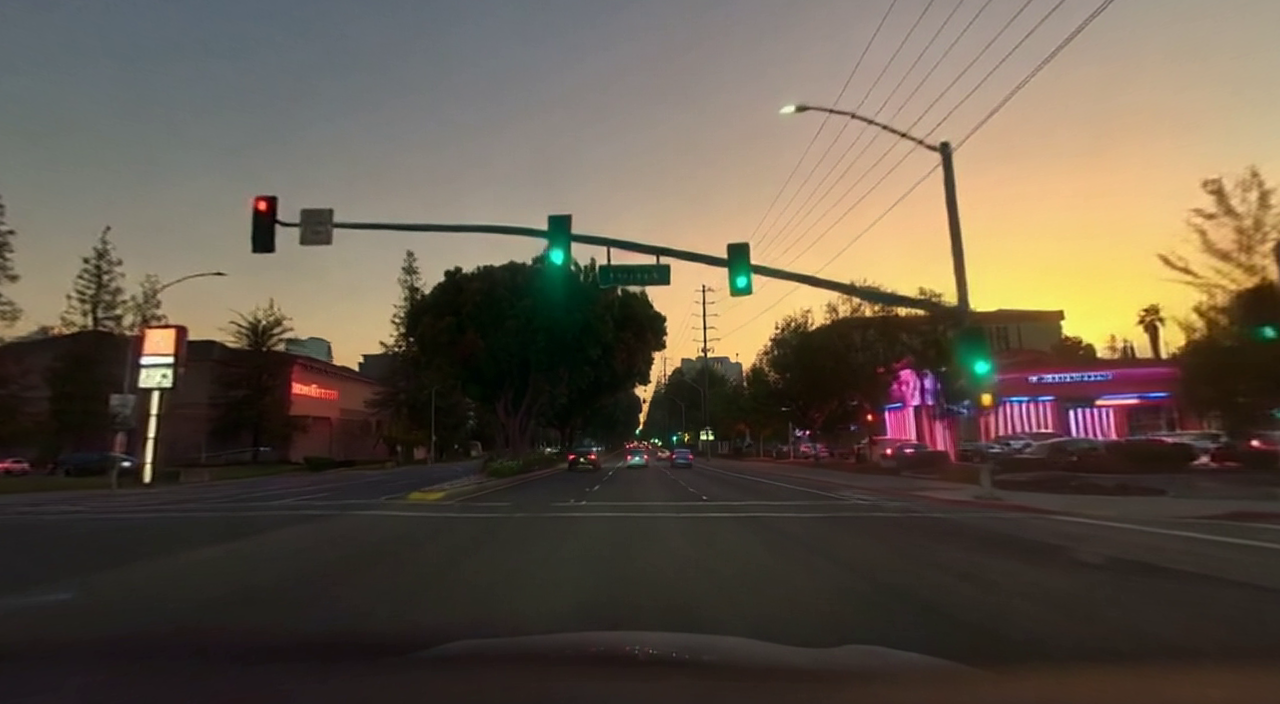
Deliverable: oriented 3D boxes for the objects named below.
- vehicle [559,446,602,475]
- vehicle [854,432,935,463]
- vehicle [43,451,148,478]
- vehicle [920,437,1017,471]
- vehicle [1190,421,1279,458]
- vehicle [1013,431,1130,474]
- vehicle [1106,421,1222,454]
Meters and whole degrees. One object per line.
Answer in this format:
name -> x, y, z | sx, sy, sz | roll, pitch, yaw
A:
vehicle -> -3.372, 6.226, 36.539 | 2.035, 1.564, 4.702 | 0, -8, 0
vehicle -> 16.570, 6.209, 41.081 | 5.004, 1.893, 2.228 | 5, -10, -32
vehicle -> -33.589, 6.937, 39.082 | 4.544, 1.515, 2.218 | -1, -8, 3
vehicle -> 16.334, 5.027, 31.383 | 4.673, 1.555, 2.010 | 5, -10, -30
vehicle -> 29.737, 4.253, 30.525 | 1.972, 1.640, 4.885 | 0, -8, 1
vehicle -> 17.223, 3.993, 25.180 | 4.759, 1.476, 1.911 | 3, -12, -32
vehicle -> 29.579, 4.930, 35.926 | 2.053, 1.559, 5.138 | -3, -10, -1
